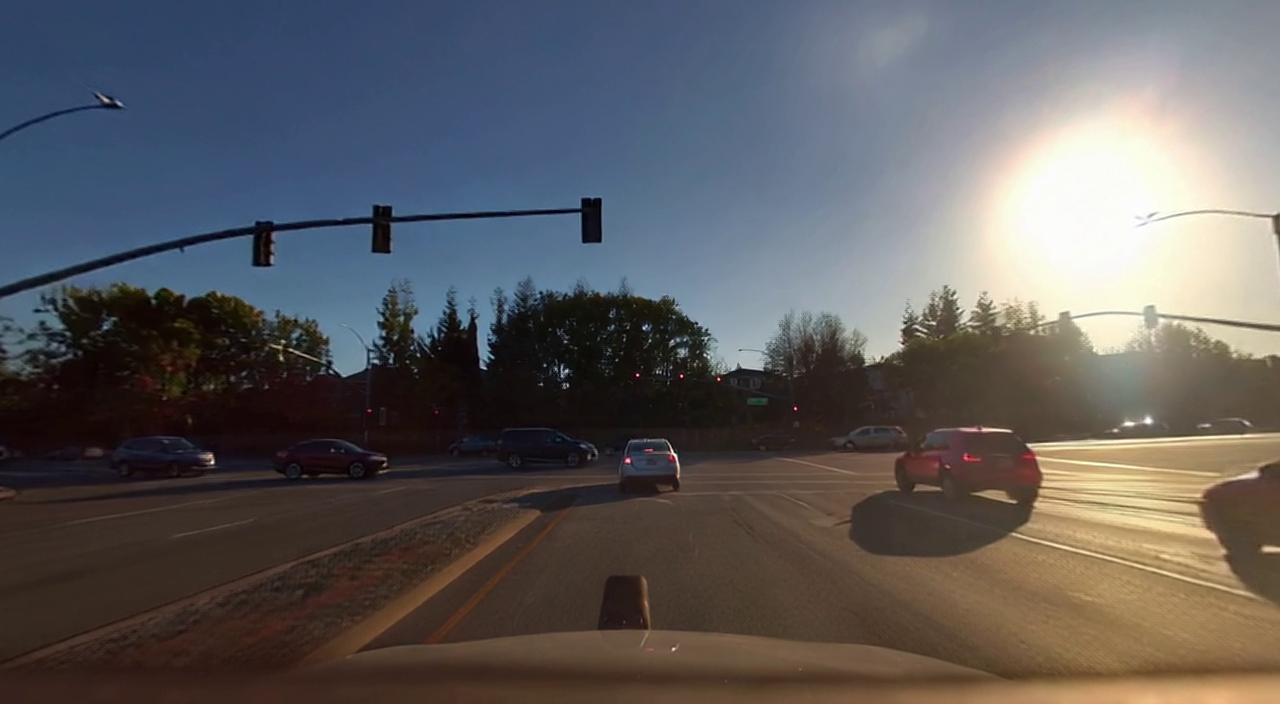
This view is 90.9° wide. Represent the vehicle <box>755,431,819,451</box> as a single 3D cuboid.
[{"bbox_3d":[11.265,6.851,48.548,4.507,1.440,1.736,0,-8,-1],"label":"vehicle"}]

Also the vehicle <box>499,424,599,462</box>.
[{"bbox_3d":[-4.549,4.660,32.252,4.786,1.803,1.967,-1,-8,1],"label":"vehicle"}]

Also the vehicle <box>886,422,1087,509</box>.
[{"bbox_3d":[7.228,2.404,13.798,1.901,1.577,4.348,0,-8,0],"label":"vehicle"}]

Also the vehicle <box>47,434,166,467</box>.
[{"bbox_3d":[-30.124,5.578,35.703,4.833,1.784,2.027,0,-8,0],"label":"vehicle"}]

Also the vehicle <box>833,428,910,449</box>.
[{"bbox_3d":[16.150,6.074,44.226,4.667,1.450,1.818,0,-8,1],"label":"vehicle"}]

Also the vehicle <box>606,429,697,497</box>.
[{"bbox_3d":[0.220,2.778,16.106,2.041,1.485,3.813,0,-8,-1],"label":"vehicle"}]

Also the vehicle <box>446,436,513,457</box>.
[{"bbox_3d":[-12.081,7.136,47.707,4.564,1.475,1.767,0,-8,1],"label":"vehicle"}]

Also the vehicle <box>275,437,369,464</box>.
[{"bbox_3d":[-18.023,5.588,35.868,4.399,1.445,1.769,-1,-8,2],"label":"vehicle"}]

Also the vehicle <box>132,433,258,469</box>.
[{"bbox_3d":[-22.721,5.066,32.333,4.921,1.757,2.036,-1,-8,2],"label":"vehicle"}]
